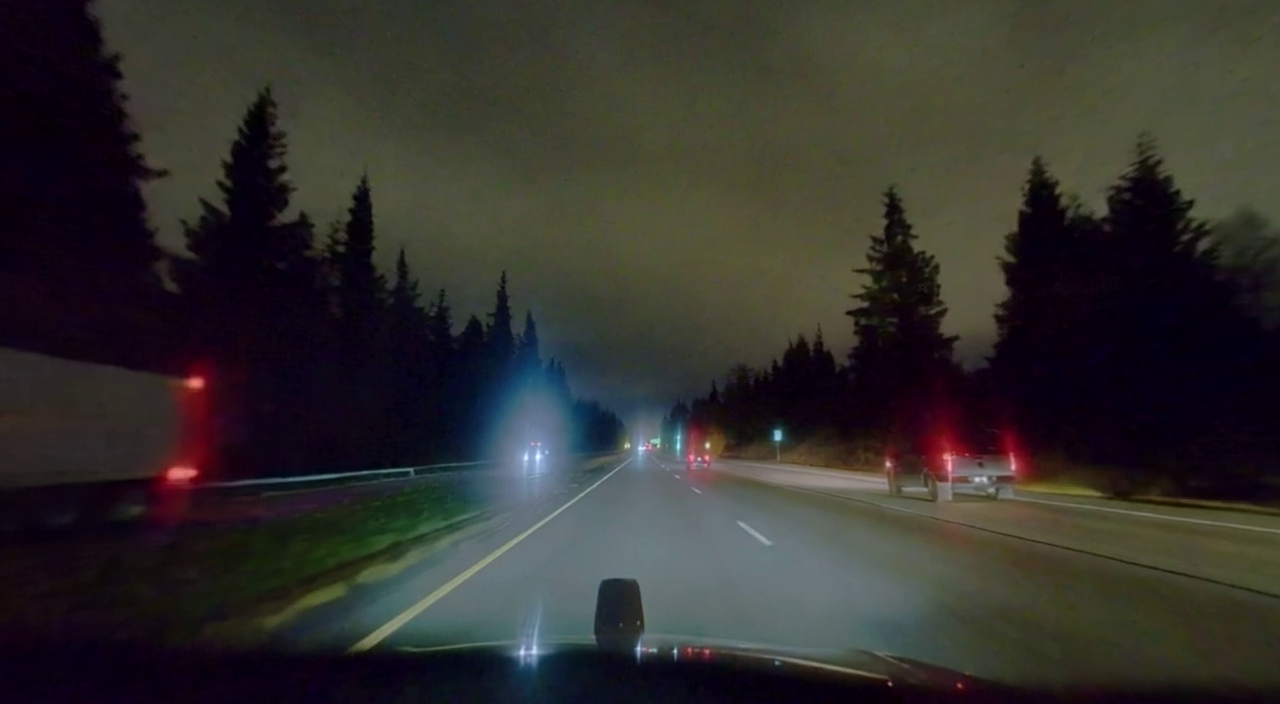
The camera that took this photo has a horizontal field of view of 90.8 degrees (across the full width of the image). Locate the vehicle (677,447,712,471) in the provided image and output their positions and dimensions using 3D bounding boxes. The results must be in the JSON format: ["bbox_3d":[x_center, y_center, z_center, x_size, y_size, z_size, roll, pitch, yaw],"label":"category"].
[{"bbox_3d":[3.697,7.357,43.599,2.013,1.584,3.995,0,-9,-1],"label":"vehicle"}]
